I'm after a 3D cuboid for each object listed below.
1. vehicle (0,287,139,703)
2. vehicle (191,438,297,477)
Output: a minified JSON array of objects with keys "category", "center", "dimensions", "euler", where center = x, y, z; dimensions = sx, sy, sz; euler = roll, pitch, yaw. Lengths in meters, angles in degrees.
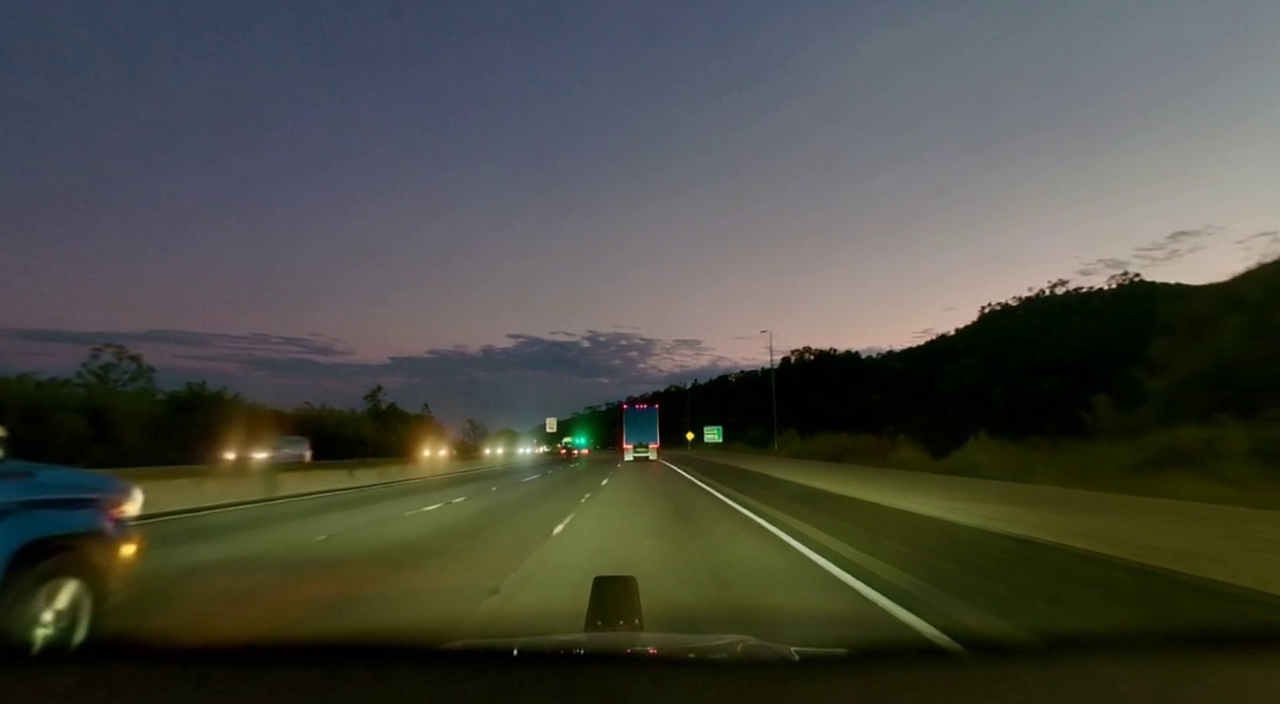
[{"category":"vehicle","center":[-3.604,0.374,0.949],"dimensions":[2.044,1.740,4.361],"euler":[0,-9,0]},{"category":"vehicle","center":[-16.801,4.470,26.995],"dimensions":[1.856,1.524,4.100],"euler":[0,-8,0]}]
